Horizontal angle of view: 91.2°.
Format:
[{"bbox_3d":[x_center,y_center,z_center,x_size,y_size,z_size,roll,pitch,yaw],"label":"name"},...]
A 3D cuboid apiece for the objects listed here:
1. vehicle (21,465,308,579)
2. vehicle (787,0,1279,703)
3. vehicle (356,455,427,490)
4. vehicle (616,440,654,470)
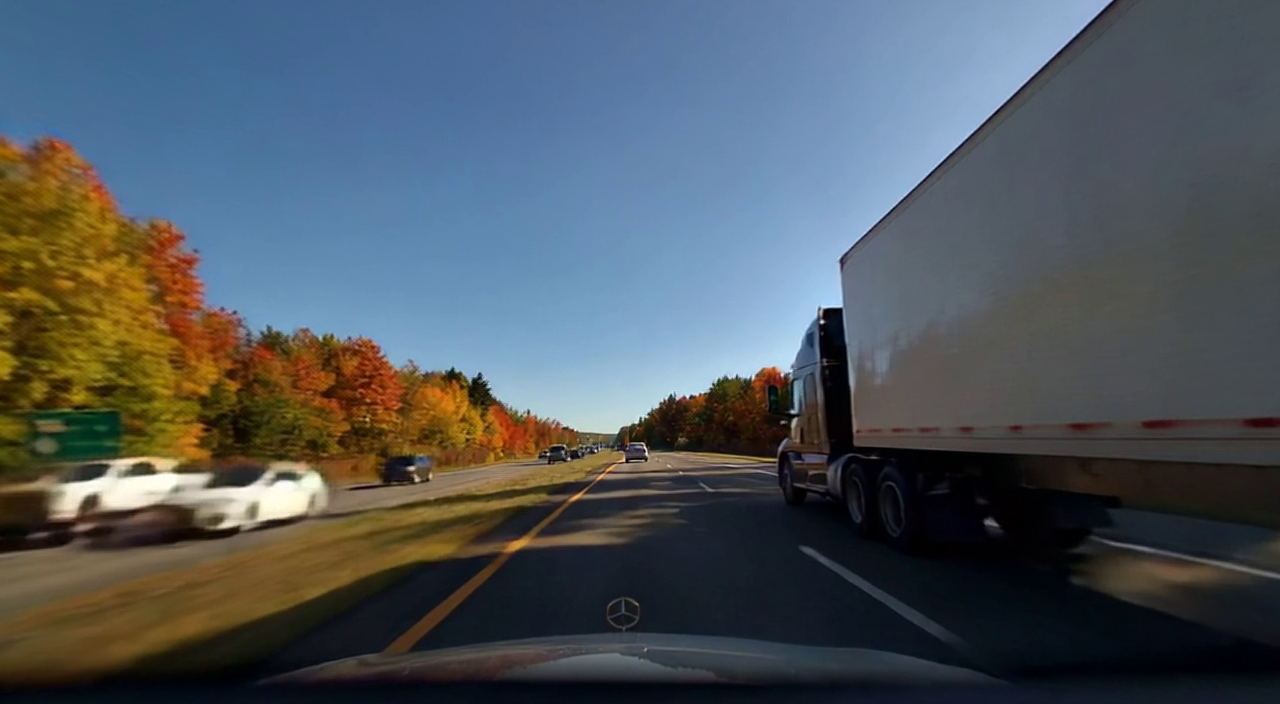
[{"bbox_3d":[-8.387,2.982,11.756,1.914,1.540,4.471,0,-9,-1],"label":"vehicle"},{"bbox_3d":[4.591,0.121,5.616,2.910,4.090,14.063,0,-9,-1],"label":"vehicle"},{"bbox_3d":[-13.570,6.566,34.501,1.999,1.686,4.588,-1,-9,0],"label":"vehicle"},{"bbox_3d":[-0.307,6.274,38.393,2.168,1.705,4.272,0,-9,-1],"label":"vehicle"}]
